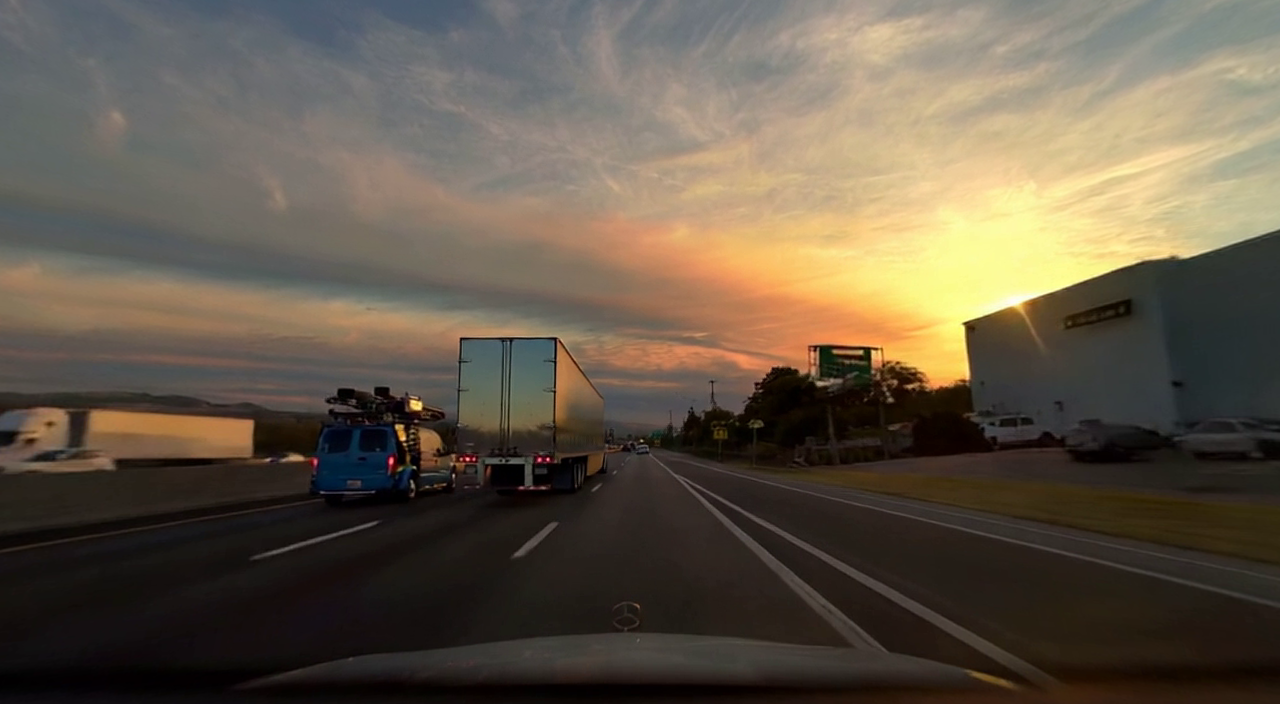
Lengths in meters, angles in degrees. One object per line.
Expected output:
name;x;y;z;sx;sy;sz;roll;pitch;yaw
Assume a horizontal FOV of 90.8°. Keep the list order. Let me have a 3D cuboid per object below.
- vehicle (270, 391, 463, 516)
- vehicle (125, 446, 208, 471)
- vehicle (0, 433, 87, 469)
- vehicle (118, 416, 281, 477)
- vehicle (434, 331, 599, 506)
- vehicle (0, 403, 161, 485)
vehicle;-6.714;2.614;16.623;2.385;2.672;6.049;0;-8;-1
vehicle;-31.081;6.974;41.635;1.952;1.566;4.548;0;-8;0
vehicle;-31.243;5.013;31.946;2.079;1.690;4.869;-3;-7;1
vehicle;-31.167;6.845;45.911;2.852;3.749;12.932;0;-8;-2
vehicle;-3.449;2.794;23.199;2.939;4.132;16.303;1;-9;-1
vehicle;-31.261;4.968;34.095;3.006;3.764;9.846;0;-8;0
